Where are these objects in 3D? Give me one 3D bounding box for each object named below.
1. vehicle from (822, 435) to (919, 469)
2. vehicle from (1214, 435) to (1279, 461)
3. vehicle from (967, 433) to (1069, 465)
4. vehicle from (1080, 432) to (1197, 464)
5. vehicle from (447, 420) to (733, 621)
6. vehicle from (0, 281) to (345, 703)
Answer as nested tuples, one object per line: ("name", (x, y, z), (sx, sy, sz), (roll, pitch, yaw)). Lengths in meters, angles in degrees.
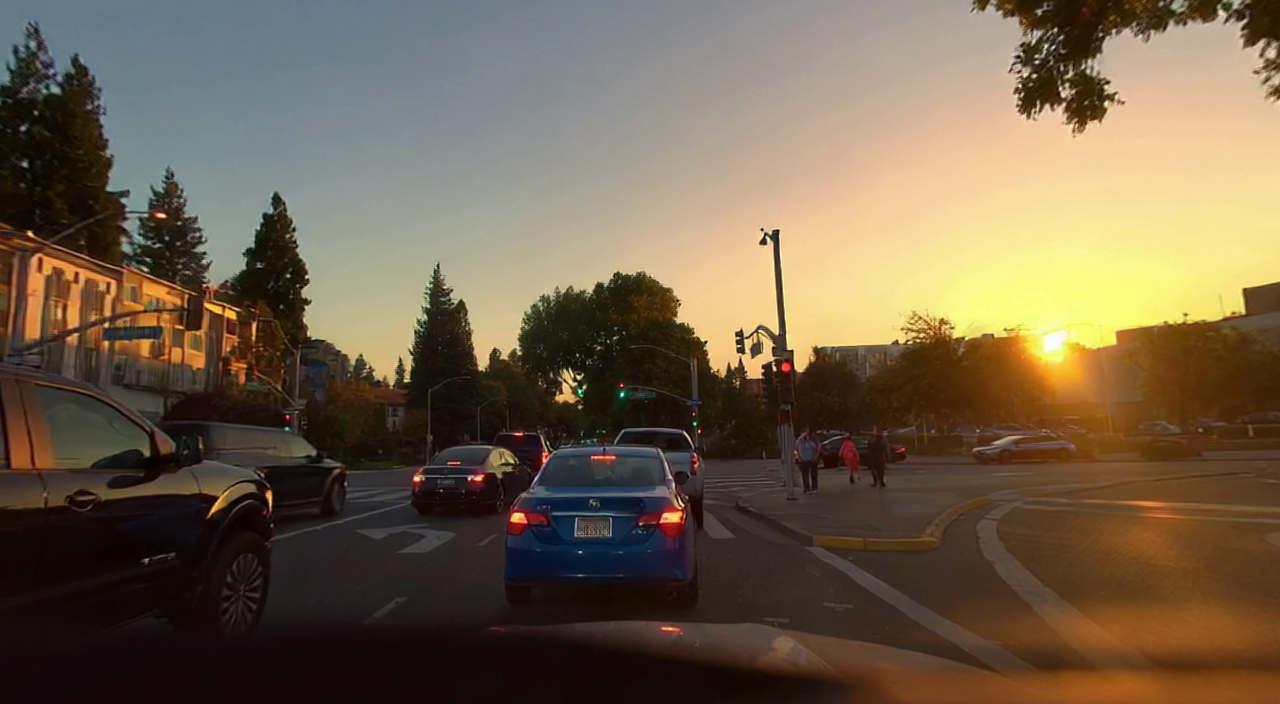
("vehicle", (12.213, 5.335, 33.625), (4.394, 1.724, 1.886), (0, -9, 1))
("vehicle", (36.268, 5.513, 36.145), (4.643, 1.464, 1.840), (-1, -9, 3))
("vehicle", (21.944, 5.655, 36.712), (4.529, 1.786, 2.110), (0, -9, 2))
("vehicle", (28.946, 5.577, 36.707), (4.967, 1.794, 2.044), (0, -9, 2))
("vehicle", (-0.377, 1.608, 7.039), (2.144, 1.497, 4.446), (0, -9, 0))
("vehicle", (-3.683, 0.745, 2.815), (2.202, 1.961, 4.980), (0, -9, 1))
